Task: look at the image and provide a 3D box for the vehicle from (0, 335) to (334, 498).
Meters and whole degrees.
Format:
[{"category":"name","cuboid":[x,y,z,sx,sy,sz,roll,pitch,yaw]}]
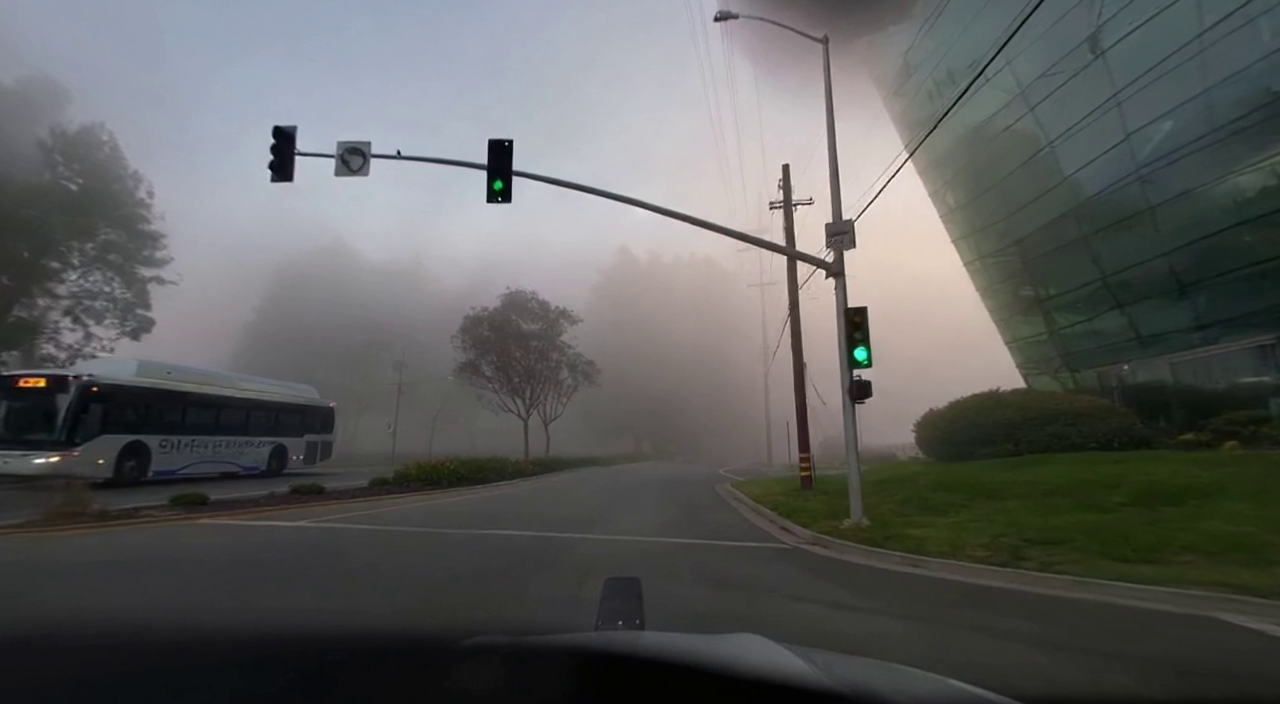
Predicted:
[{"category":"vehicle","cuboid":[-14.985,2.429,21.384,3.014,4.047,11.442,0,-9,2]}]
